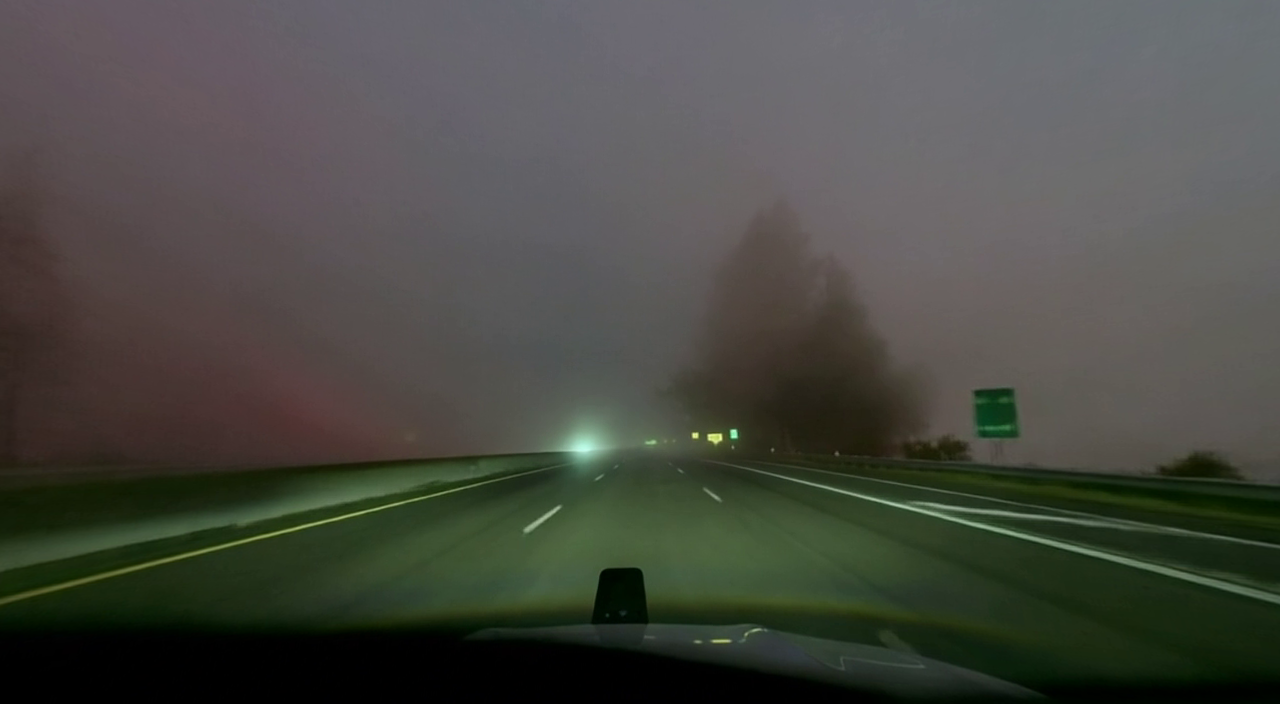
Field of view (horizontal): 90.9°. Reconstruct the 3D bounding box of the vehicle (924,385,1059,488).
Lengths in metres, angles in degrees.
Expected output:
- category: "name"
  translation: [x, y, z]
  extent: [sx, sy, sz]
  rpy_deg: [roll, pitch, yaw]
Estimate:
- category: "vehicle"
  translation: [13.666, 3.347, 24.937]
  extent: [3.229, 3.713, 3.639]
  rpy_deg: [-1, -8, 5]
